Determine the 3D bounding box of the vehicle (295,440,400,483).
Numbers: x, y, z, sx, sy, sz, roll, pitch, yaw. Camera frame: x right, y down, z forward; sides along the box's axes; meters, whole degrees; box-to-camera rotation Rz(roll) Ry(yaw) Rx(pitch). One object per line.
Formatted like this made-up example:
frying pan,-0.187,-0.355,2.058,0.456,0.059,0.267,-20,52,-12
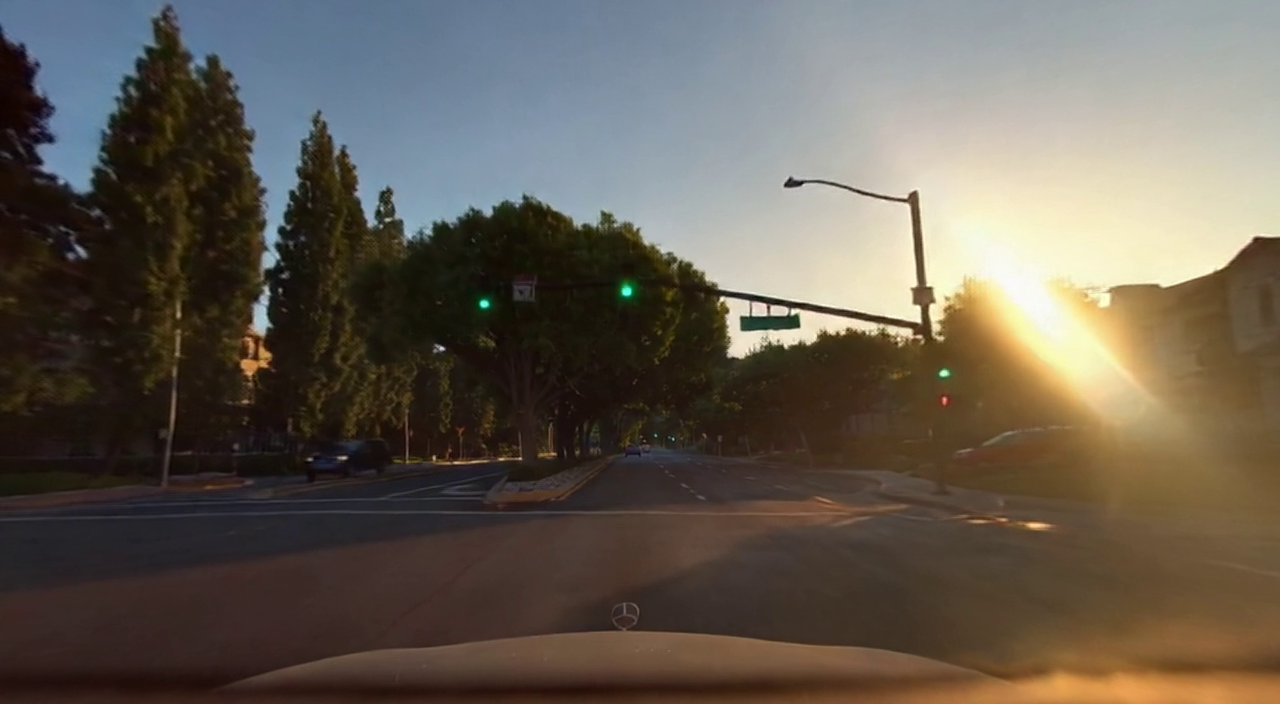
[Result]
vehicle,-15.076,5.649,33.084,2.403,2.039,5.887,-1,-8,3
